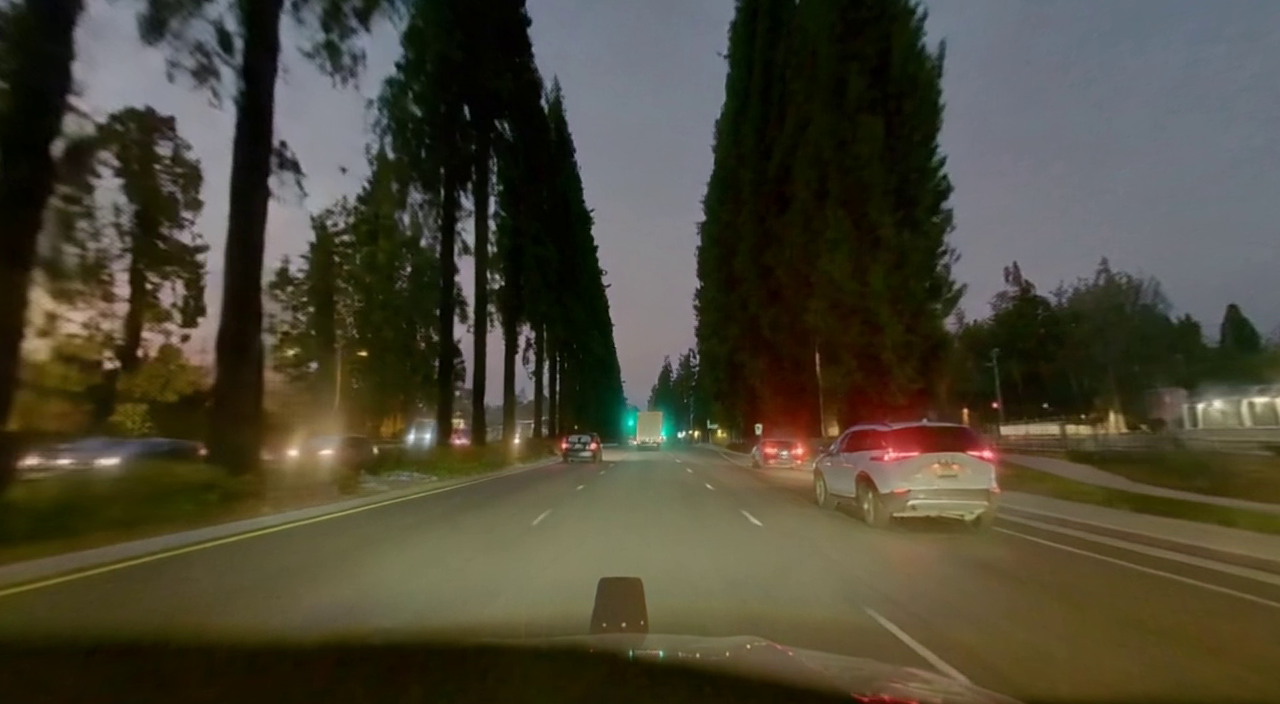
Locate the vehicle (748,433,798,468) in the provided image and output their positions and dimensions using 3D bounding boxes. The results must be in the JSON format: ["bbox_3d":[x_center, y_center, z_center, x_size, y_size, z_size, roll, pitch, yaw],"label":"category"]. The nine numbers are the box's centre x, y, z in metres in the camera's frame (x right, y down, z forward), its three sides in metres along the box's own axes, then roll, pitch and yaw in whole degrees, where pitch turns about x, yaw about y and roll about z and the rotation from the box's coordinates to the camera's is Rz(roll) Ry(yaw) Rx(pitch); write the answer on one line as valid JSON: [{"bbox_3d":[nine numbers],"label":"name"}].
[{"bbox_3d":[7.165,5.367,34.361,2.280,1.757,4.572,-1,-9,7],"label":"vehicle"}]

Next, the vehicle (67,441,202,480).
[{"bbox_3d":[-20.587,4.421,25.972,1.906,1.470,4.369,0,-8,0],"label":"vehicle"}]

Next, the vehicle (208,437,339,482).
[{"bbox_3d":[-13.154,3.875,23.004,1.897,1.472,4.592,0,-8,2],"label":"vehicle"}]

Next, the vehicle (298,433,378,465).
[{"bbox_3d":[-16.714,5.408,35.223,2.059,1.688,4.657,0,-8,1],"label":"vehicle"}]

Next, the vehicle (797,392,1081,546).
[{"bbox_3d":[4.696,1.985,11.380,2.381,2.008,5.971,0,-8,2],"label":"vehicle"}]

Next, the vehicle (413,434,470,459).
[{"bbox_3d":[-12.586,6.033,40.253,2.053,1.496,4.569,0,-8,2],"label":"vehicle"}]

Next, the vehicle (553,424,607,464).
[{"bbox_3d":[-3.132,4.946,33.795,2.255,1.940,4.822,0,-8,2],"label":"vehicle"}]
